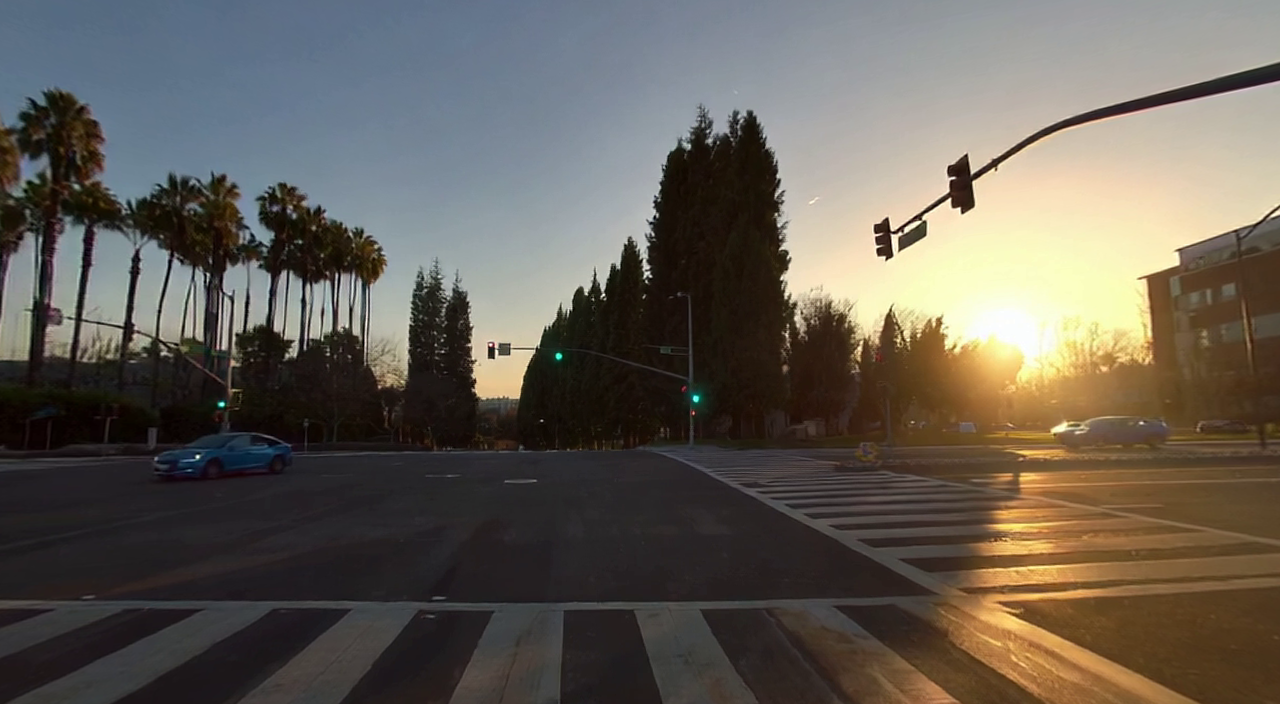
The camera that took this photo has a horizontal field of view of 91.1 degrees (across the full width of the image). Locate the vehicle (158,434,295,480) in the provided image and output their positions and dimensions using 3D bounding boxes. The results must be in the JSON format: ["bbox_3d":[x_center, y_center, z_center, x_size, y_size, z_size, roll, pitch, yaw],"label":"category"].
[{"bbox_3d":[-14.623,3.721,22.566,2.042,1.472,4.345,0,-8,-1],"label":"vehicle"}]

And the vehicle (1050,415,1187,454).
[{"bbox_3d":[22.630,3.934,29.823,4.820,1.751,2.050,0,-8,-1],"label":"vehicle"}]
